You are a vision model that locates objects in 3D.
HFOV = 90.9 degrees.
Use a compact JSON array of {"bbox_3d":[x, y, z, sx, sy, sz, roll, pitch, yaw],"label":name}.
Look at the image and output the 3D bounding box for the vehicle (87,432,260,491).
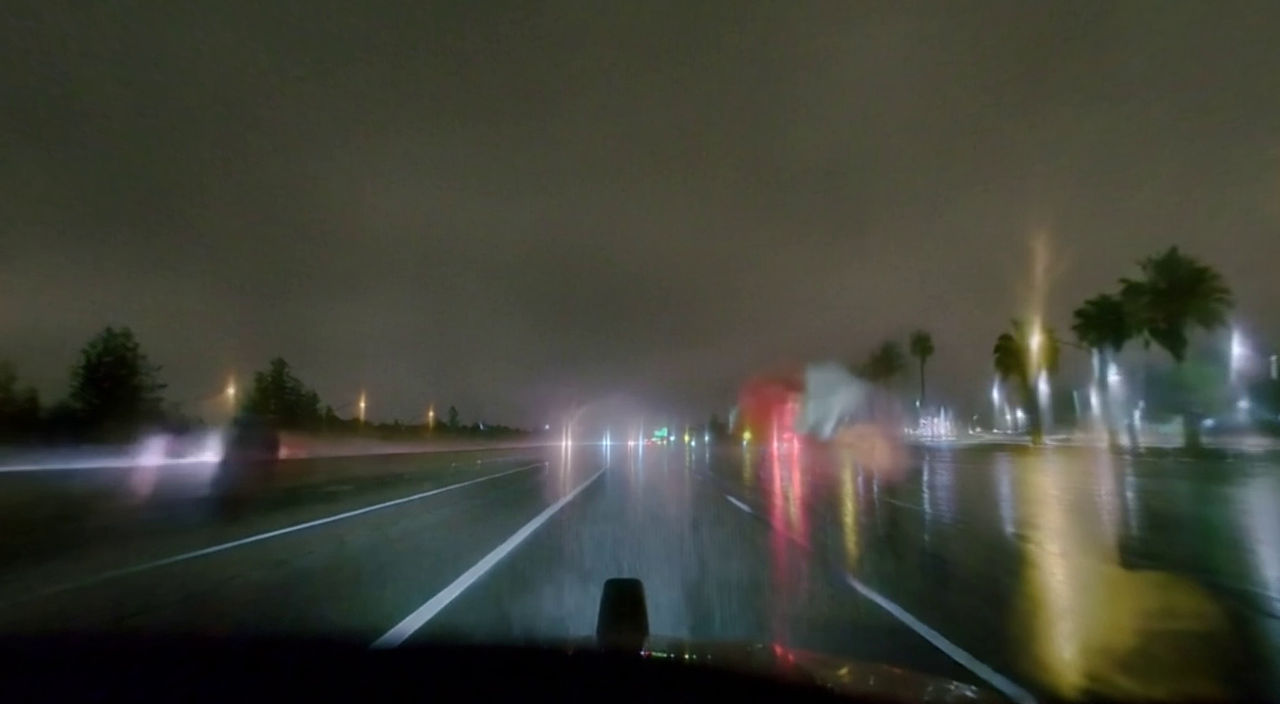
[{"bbox_3d":[-17.342,4.085,23.974,2.355,1.971,5.430,0,-8,1],"label":"vehicle"}]
